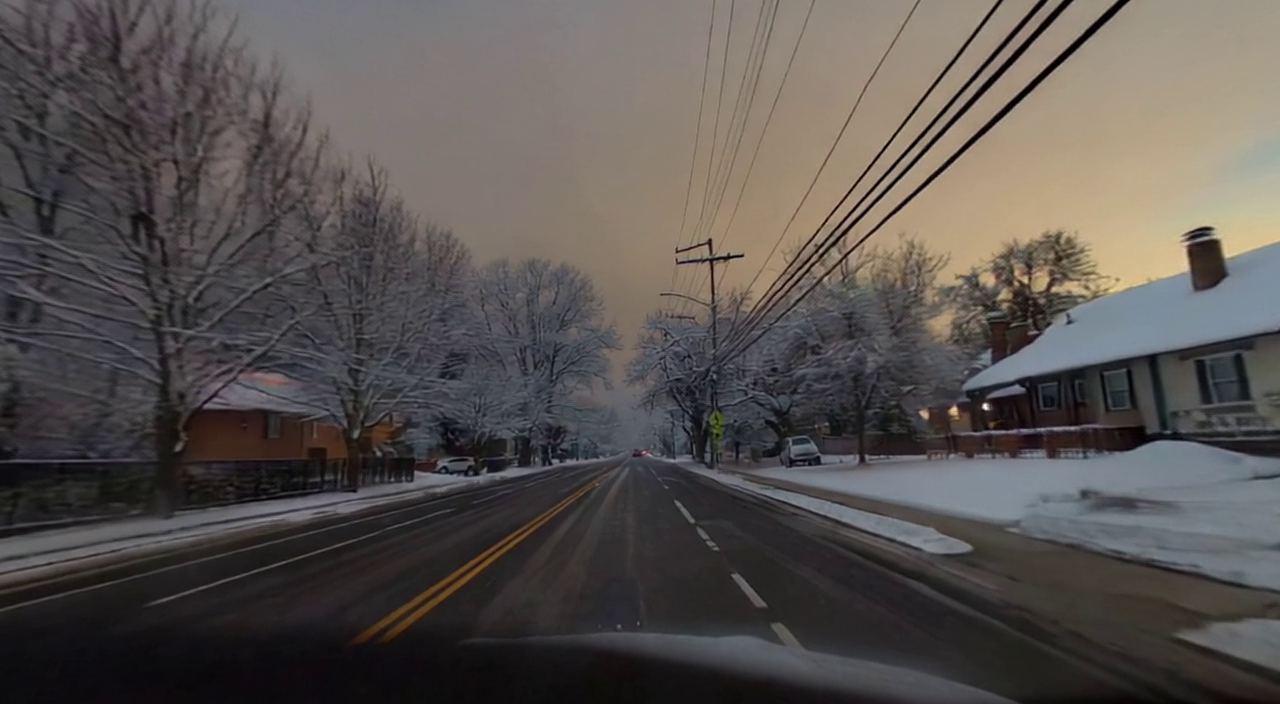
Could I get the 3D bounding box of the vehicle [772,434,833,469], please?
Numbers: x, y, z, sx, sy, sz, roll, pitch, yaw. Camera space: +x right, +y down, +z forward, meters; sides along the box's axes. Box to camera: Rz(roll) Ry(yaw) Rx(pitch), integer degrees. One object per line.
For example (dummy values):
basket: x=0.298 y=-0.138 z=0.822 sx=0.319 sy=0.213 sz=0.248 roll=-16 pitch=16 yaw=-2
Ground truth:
vehicle: x=9.657 y=5.957 z=38.036 sx=2.102 sy=1.822 sz=4.802 roll=-3 pitch=-8 yaw=-3

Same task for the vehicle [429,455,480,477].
vehicle: x=-14.018 y=8.552 z=47.666 sx=2.027 sy=1.518 sz=4.698 roll=7 pitch=-11 yaw=-38
